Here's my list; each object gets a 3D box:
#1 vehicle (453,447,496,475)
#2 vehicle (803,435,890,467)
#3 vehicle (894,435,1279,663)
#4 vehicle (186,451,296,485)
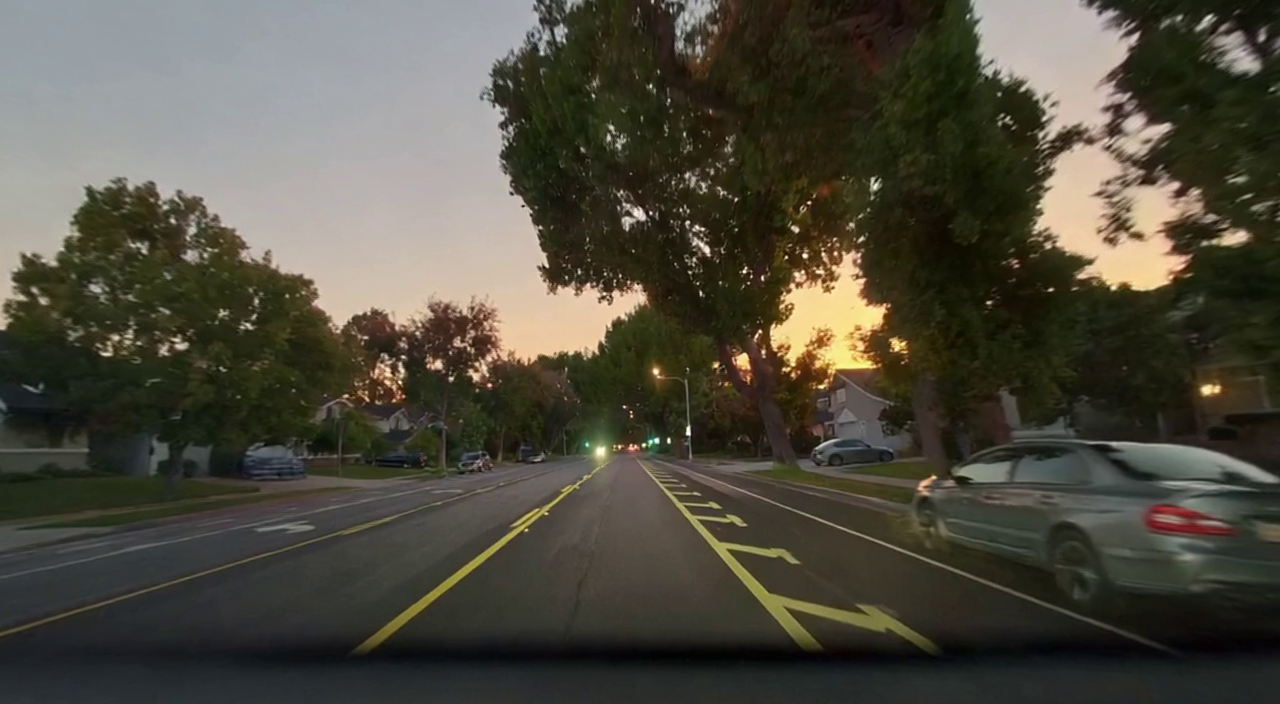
[{"bbox_3d":[-12.454,8.266,47.908,2.062,1.821,4.880,-3,-9,-2],"label":"vehicle"},{"bbox_3d":[11.687,5.622,36.014,4.194,1.680,2.150,-1,-8,1],"label":"vehicle"},{"bbox_3d":[4.628,1.632,6.509,2.012,1.474,4.506,0,-8,-2],"label":"vehicle"},{"bbox_3d":[-22.097,6.406,35.154,4.684,1.758,2.138,-1,-8,2],"label":"vehicle"}]
